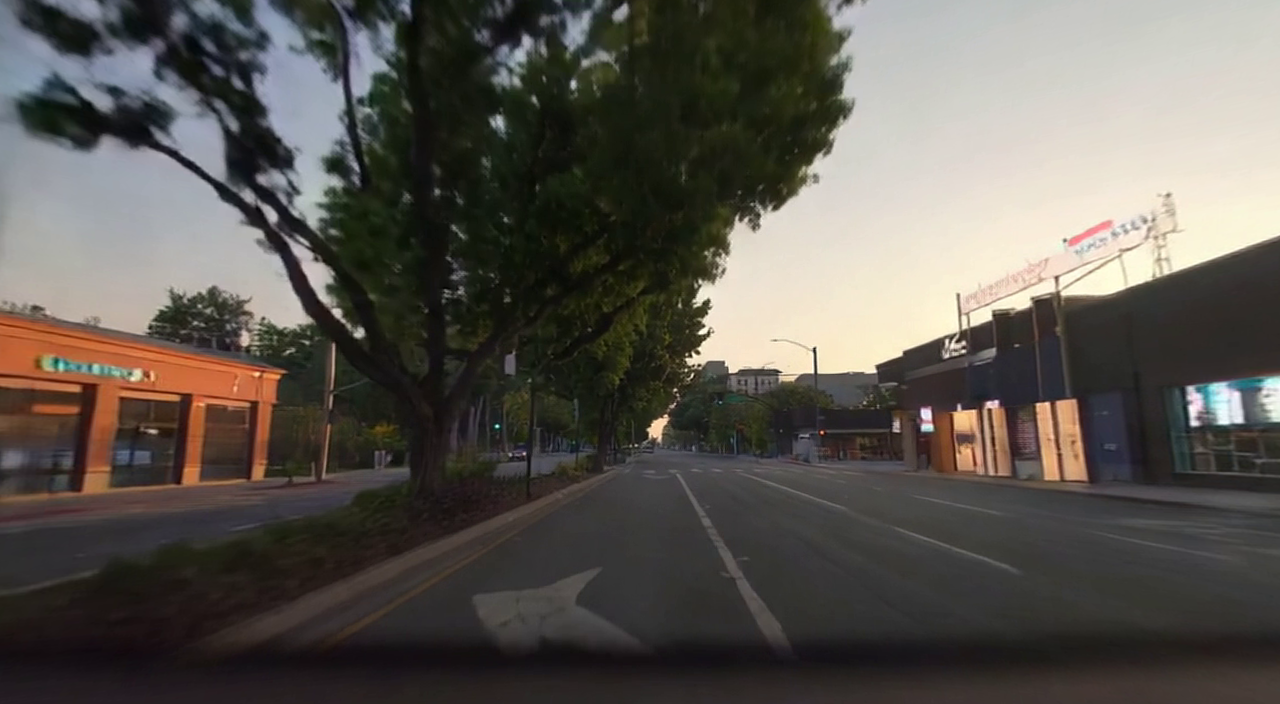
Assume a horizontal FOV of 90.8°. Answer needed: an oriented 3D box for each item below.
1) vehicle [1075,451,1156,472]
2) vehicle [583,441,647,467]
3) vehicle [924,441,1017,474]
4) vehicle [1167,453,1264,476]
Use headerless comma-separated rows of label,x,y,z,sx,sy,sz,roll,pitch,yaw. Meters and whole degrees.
vehicle,37.446,8.595,49.871,1.868,1.566,4.647,5,-10,-28
vehicle,-1.794,7.165,44.567,2.010,1.728,4.408,8,-12,-44
vehicle,23.666,7.552,45.540,2.195,2.201,5.616,5,-10,-26
vehicle,40.530,7.881,44.596,1.790,1.474,4.620,4,-9,-25
